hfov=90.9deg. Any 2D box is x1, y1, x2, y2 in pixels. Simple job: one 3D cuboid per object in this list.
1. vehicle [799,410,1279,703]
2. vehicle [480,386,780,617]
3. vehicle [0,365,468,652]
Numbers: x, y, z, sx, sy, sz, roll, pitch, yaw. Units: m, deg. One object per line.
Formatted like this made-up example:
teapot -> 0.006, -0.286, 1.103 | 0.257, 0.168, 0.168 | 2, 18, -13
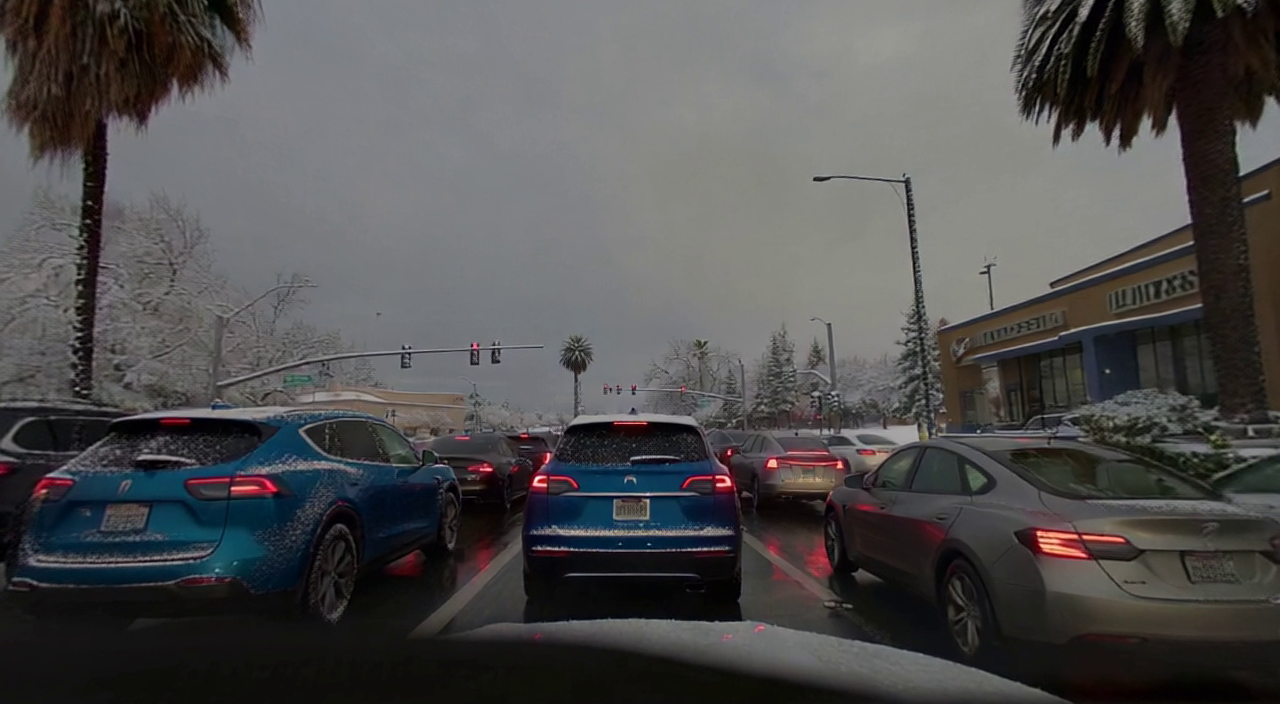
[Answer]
vehicle -> 2.968, 1.361, 5.253 | 2.017, 1.491, 4.611 | 0, -8, -1
vehicle -> -0.131, 1.461, 7.067 | 2.280, 1.747, 4.361 | 0, -8, -2
vehicle -> -3.344, 1.278, 6.129 | 2.014, 1.755, 4.360 | 0, -8, 1
